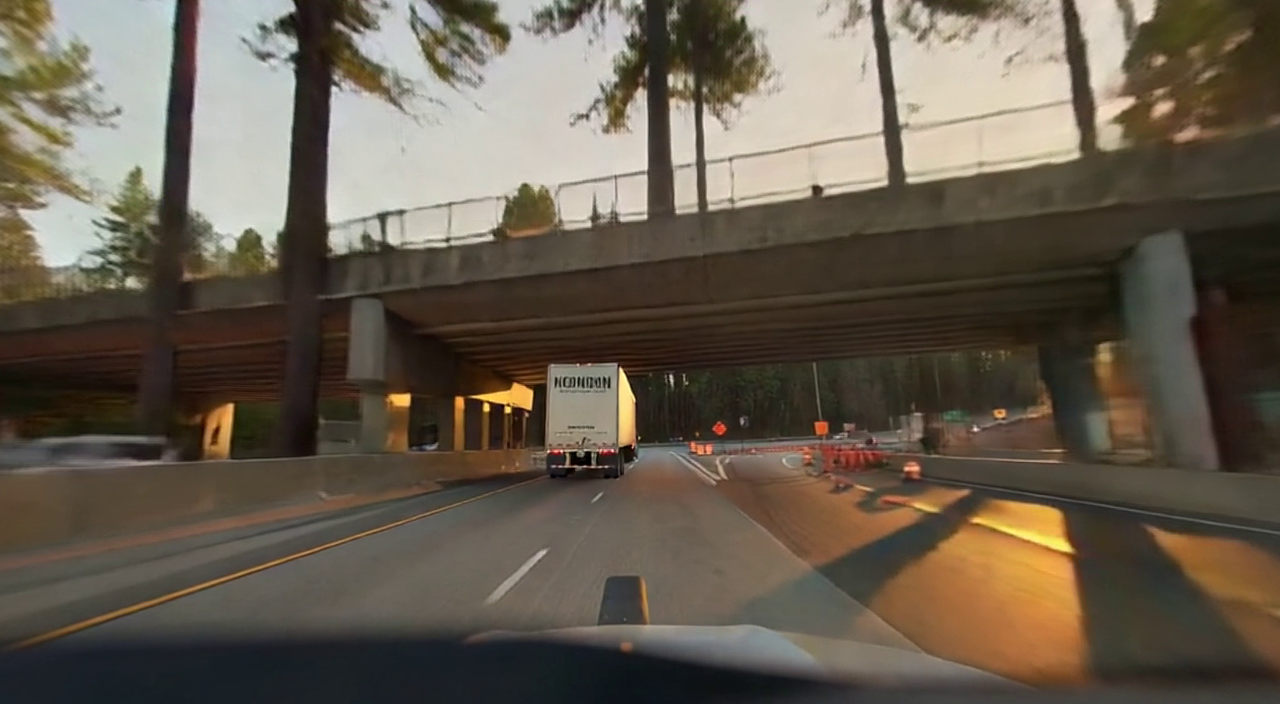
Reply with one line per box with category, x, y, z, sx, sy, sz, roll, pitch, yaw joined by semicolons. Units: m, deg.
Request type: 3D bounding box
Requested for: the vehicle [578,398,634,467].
vehicle;-2.029;5.499;42.213;2.845;4.049;10.214;0;-8;2
